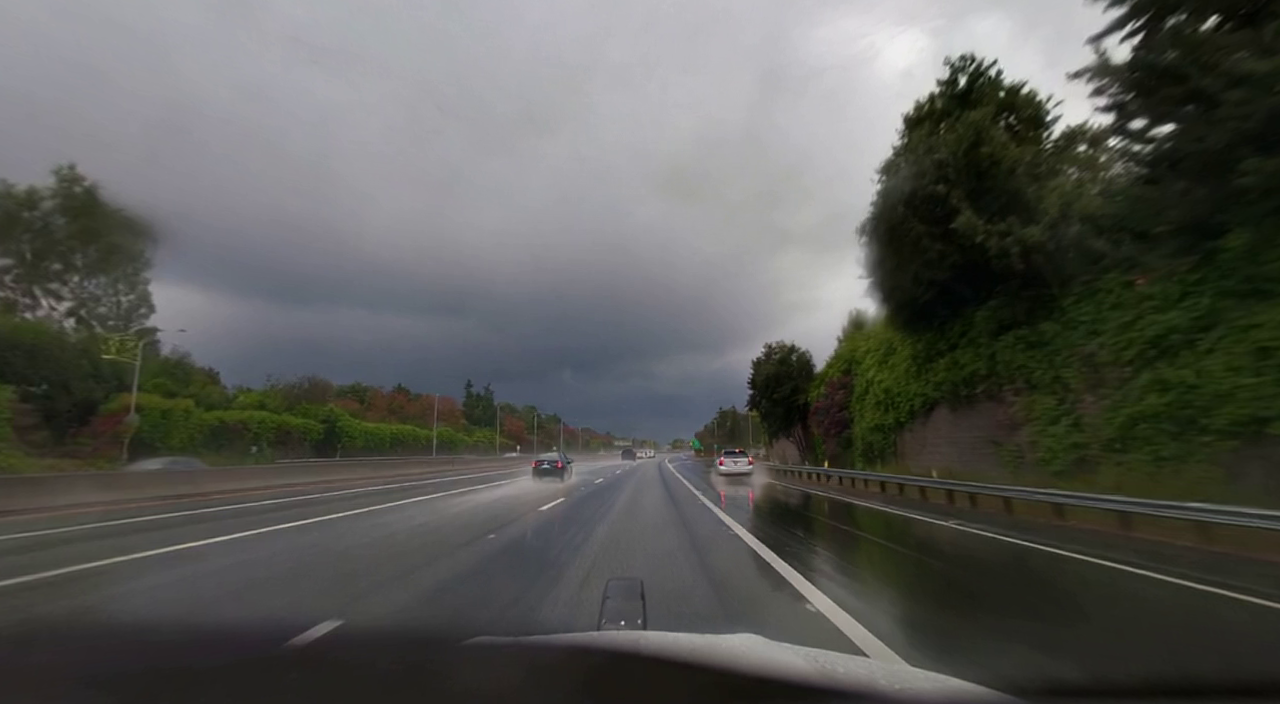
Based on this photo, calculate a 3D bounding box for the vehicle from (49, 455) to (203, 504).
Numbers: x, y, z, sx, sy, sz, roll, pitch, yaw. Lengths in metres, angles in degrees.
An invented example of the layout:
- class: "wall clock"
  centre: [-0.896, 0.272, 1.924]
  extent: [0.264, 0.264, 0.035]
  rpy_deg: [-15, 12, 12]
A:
- class: "vehicle"
  centre: [-17.110, 4.228, 21.276]
  extent: [1.805, 1.456, 3.983]
  rpy_deg: [0, -9, 1]

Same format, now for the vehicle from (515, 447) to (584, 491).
- class: "vehicle"
  centre: [-3.396, 4.493, 24.458]
  extent: [1.997, 1.540, 3.906]
  rpy_deg: [0, -9, 2]

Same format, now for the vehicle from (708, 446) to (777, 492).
- class: "vehicle"
  centre: [3.745, 4.363, 23.861]
  extent: [2.020, 1.548, 4.715]
  rpy_deg: [0, -9, 3]
